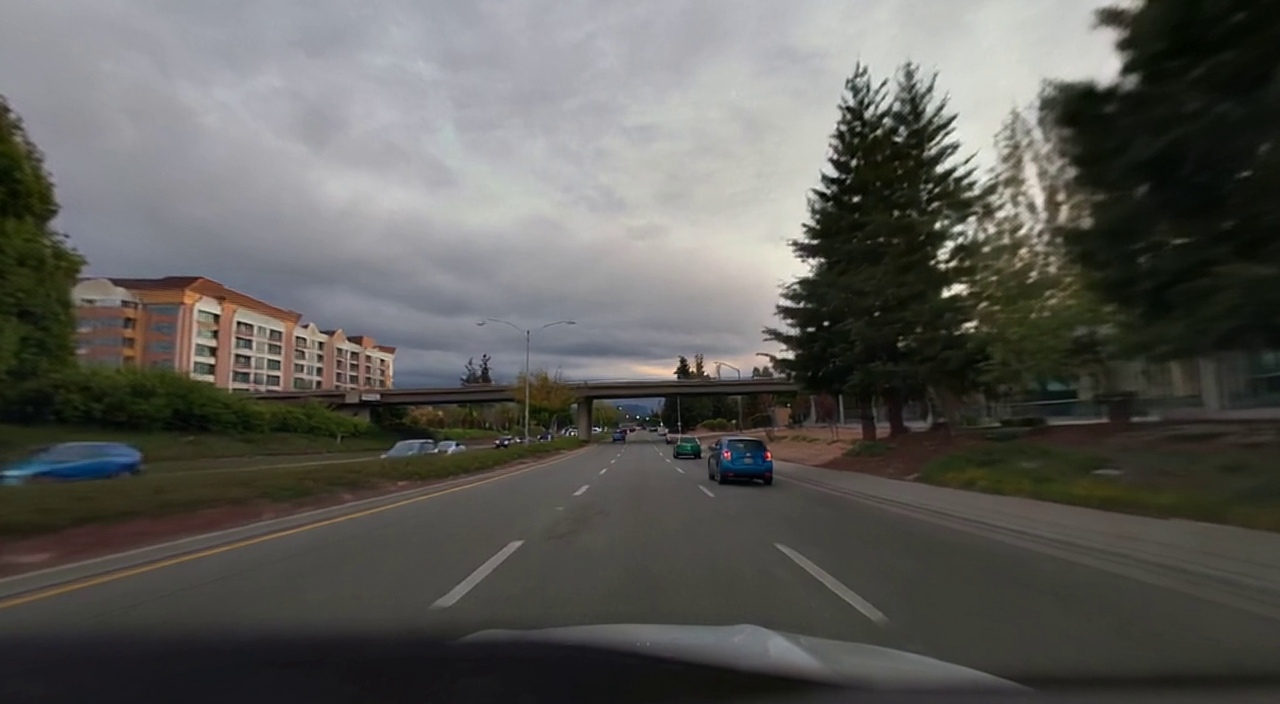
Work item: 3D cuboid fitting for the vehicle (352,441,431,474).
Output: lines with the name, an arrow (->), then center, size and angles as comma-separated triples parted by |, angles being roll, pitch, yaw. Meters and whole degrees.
vehicle -> -12.145, 5.182, 31.189 | 1.961, 1.512, 4.747 | 0, -9, 0

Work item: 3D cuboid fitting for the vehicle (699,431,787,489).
vehicle -> 3.270, 3.542, 20.963 | 2.110, 1.712, 4.489 | 0, -9, 0

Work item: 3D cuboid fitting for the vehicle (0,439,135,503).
vehicle -> -19.166, 3.690, 19.992 | 2.056, 1.793, 4.976 | 0, -9, 0
